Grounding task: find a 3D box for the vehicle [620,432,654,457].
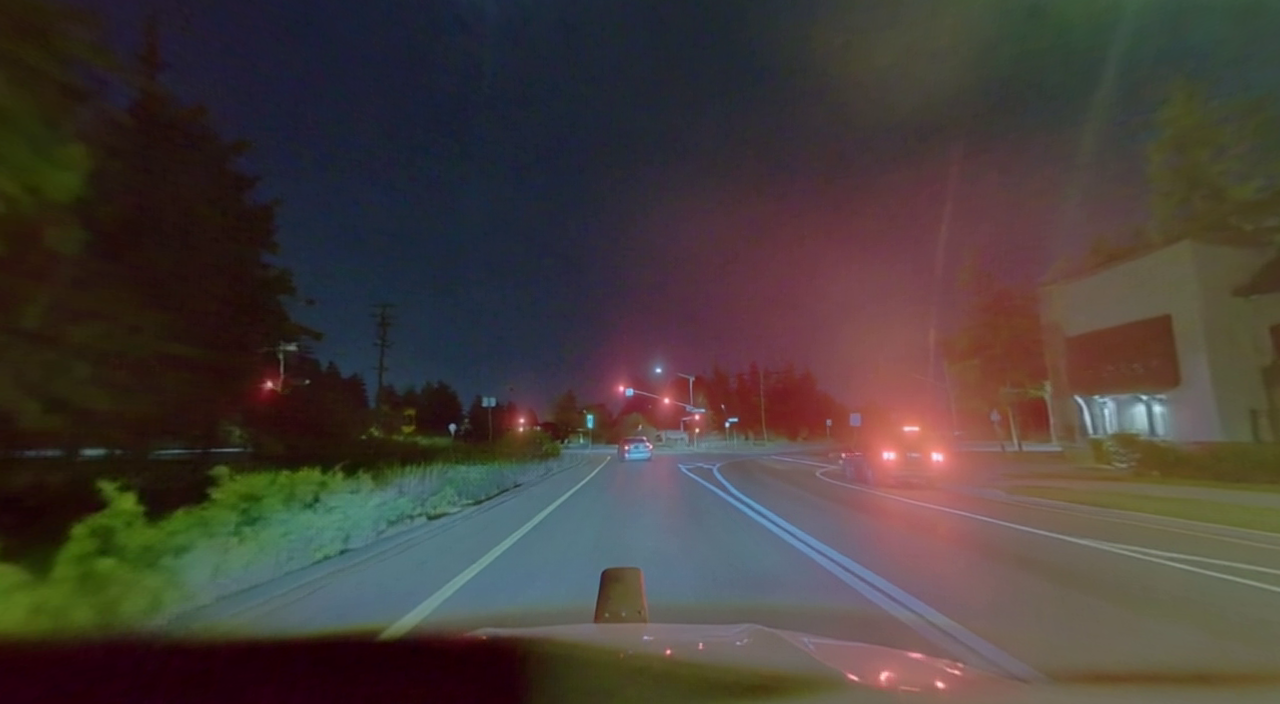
[{"bbox_3d":[-0.225,5.809,39.716,2.056,1.473,4.380,0,-8,-1],"label":"vehicle"}]
